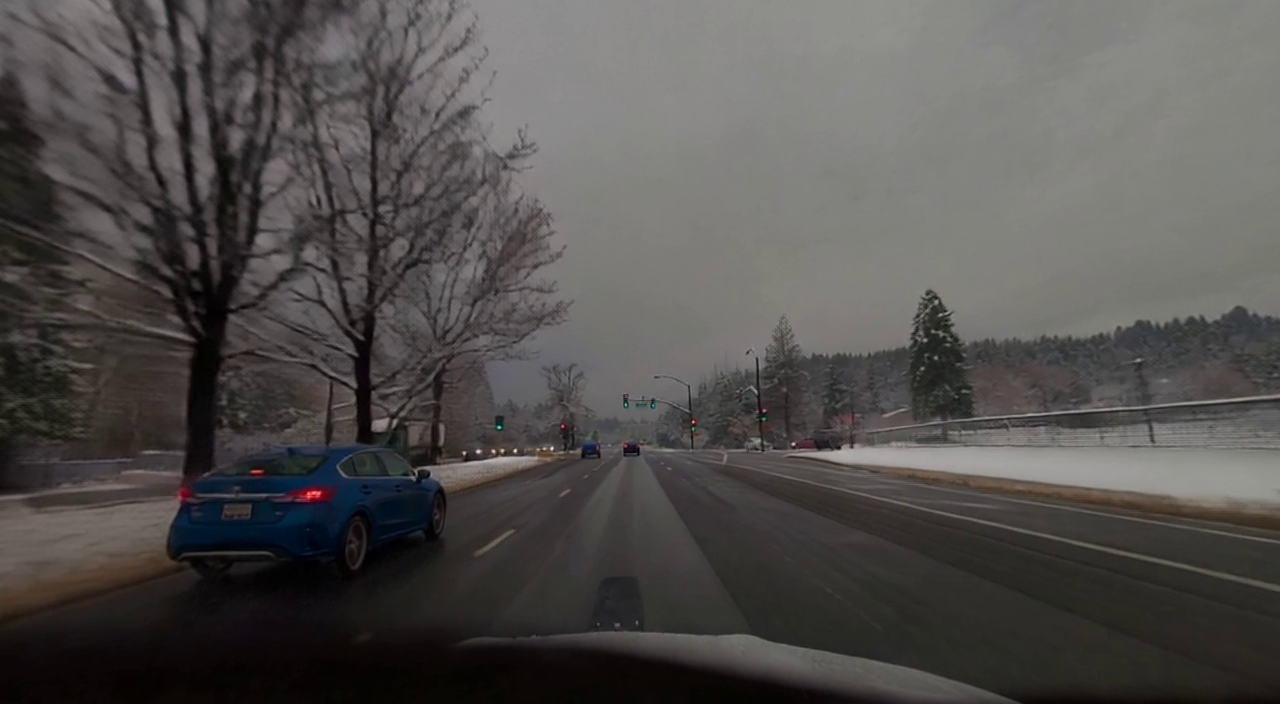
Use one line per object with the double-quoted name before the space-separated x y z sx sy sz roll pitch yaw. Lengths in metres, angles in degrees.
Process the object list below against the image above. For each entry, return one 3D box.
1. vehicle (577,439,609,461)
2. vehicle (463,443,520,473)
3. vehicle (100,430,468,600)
"vehicle" -3.571 7.573 48.894 2.103 1.592 4.160 0 -8 0
"vehicle" -7.658 5.507 33.059 1.920 1.456 4.534 0 -8 0
"vehicle" -3.643 1.714 7.638 1.905 1.418 4.396 0 -8 0
